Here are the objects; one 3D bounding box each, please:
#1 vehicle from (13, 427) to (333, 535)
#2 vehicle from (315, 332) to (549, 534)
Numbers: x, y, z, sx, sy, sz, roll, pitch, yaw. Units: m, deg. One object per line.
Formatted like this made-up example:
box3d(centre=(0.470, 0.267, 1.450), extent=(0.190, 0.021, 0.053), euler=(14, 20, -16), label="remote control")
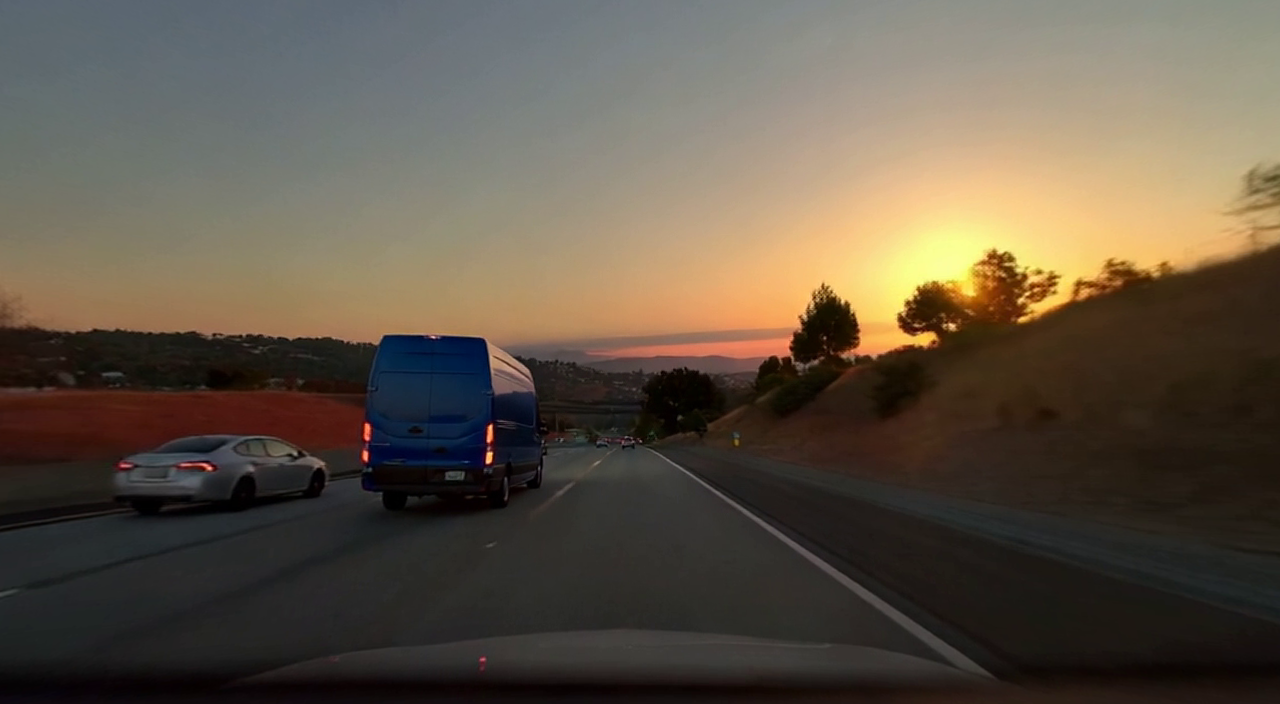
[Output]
box3d(centre=(-7.572, 2.088, 11.054), extent=(1.994, 1.466, 4.837), euler=(0, -8, -1), label="vehicle")
box3d(centre=(-3.379, 1.587, 12.394), extent=(2.428, 2.782, 7.330), euler=(0, -8, -3), label="vehicle")
